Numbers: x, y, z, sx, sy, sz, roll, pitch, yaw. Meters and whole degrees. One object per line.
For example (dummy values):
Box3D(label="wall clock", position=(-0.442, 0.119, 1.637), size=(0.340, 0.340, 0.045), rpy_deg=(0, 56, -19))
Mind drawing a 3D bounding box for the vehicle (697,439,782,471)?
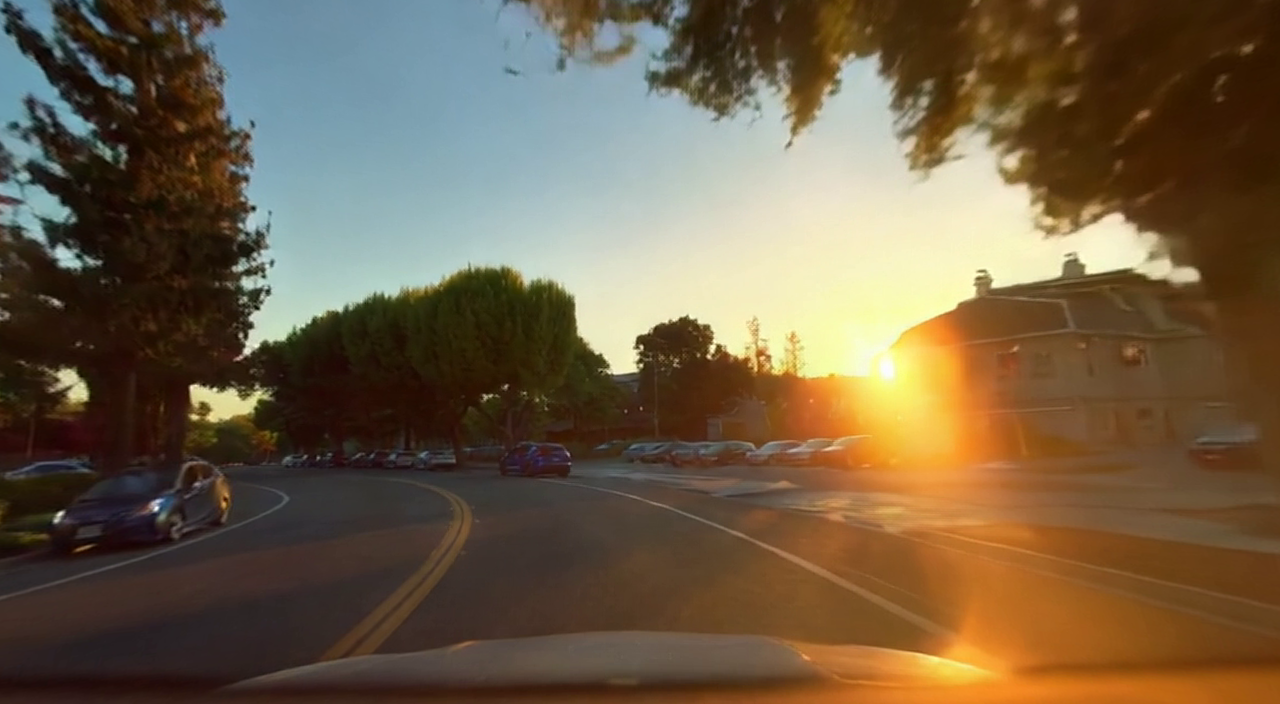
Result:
Box3D(label="vehicle", position=(5.147, 5.275, 32.447), size=(4.225, 1.517, 2.036), rpy_deg=(7, -11, -41))

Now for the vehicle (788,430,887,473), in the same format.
Box3D(label="vehicle", position=(9.060, 4.450, 28.815), size=(4.372, 1.723, 2.229), rpy_deg=(5, -9, -40))

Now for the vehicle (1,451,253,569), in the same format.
Box3D(label="vehicle", position=(-9.620, 2.870, 12.520), size=(2.206, 1.537, 4.946), rpy_deg=(-1, -7, -18))

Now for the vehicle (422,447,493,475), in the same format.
Box3D(label="vehicle", position=(-10.716, 6.312, 36.892), size=(2.053, 1.519, 4.611), rpy_deg=(8, -11, -43))

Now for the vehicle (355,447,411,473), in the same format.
Box3D(label="vehicle", position=(-18.464, 7.683, 45.214), size=(2.055, 1.731, 4.686), rpy_deg=(8, -11, -42))

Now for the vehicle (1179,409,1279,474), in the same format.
Box3D(label="vehicle", position=(17.896, 2.673, 19.012), size=(4.666, 1.711, 1.900), rpy_deg=(7, -11, -43))

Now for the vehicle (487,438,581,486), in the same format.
Box3D(label="vehicle", position=(-4.922, 4.913, 28.815), size=(2.042, 1.817, 5.202), rpy_deg=(5, -8, -36))
